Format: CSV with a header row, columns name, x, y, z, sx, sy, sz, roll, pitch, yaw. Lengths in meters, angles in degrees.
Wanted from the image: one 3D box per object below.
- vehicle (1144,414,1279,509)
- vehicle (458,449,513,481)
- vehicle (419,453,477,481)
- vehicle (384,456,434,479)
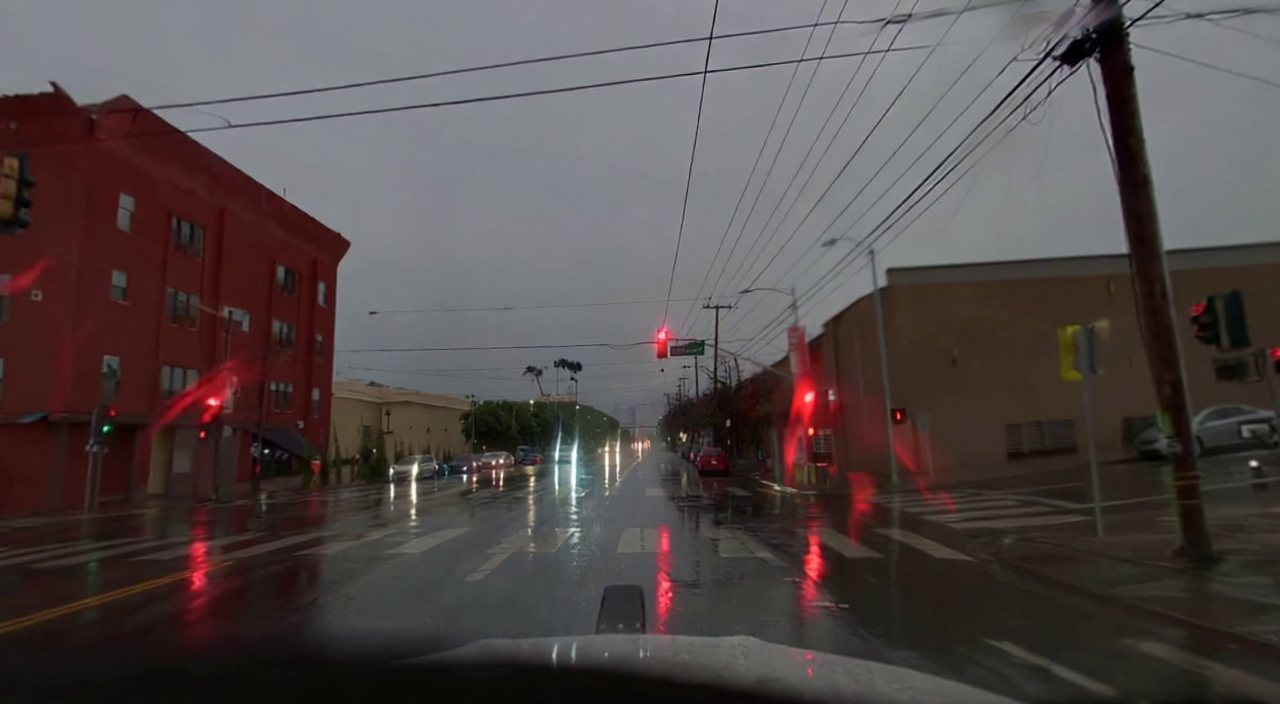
name,x,y,z,sx,sy,sz,roll,pitch,yaw
vehicle,12.599,2.175,12.632,3.234,1.746,1.941,0,-9,0
vehicle,-8.710,6.394,35.822,2.020,1.672,3.842,0,-9,3
vehicle,-11.894,7.133,39.349,1.943,1.574,4.727,0,-9,3
vehicle,-16.657,8.342,45.597,1.843,1.494,4.109,0,-9,3
